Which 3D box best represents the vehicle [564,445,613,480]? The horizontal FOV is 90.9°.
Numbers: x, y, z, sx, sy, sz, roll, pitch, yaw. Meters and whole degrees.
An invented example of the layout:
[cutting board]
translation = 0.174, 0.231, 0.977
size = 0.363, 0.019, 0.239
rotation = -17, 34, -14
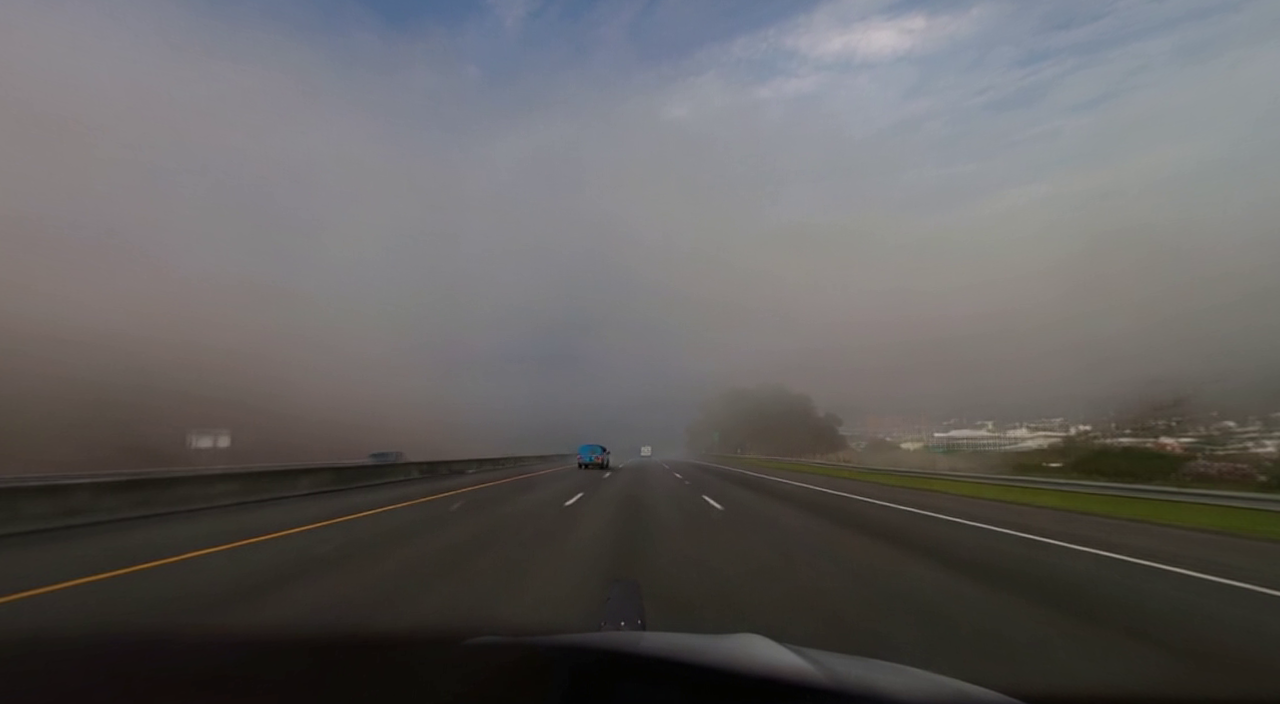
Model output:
[vehicle]
translation = -2.454, 5.402, 31.014
size = 1.965, 1.556, 3.971
rotation = -1, -9, 2
